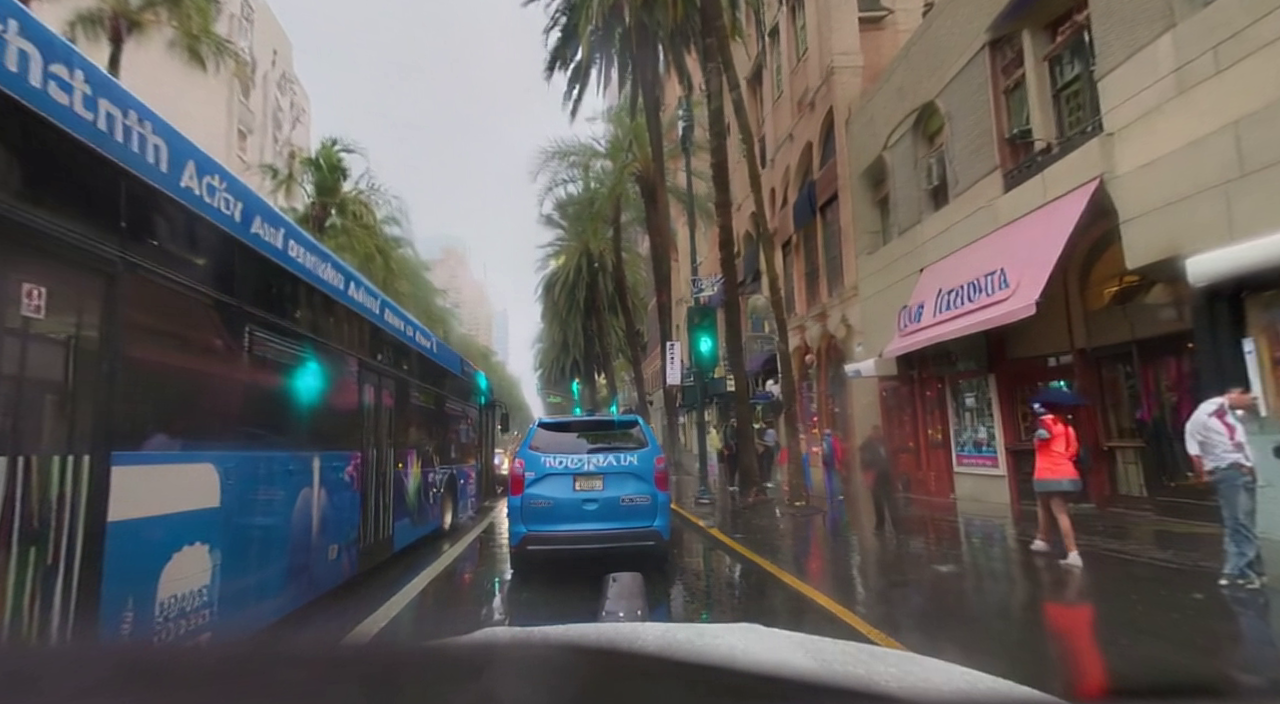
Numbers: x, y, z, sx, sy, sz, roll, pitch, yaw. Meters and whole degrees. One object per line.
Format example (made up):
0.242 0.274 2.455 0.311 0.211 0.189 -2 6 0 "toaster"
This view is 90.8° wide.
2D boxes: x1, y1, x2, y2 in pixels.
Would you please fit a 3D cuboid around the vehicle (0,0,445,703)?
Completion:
-3.742 0.091 2.823 2.863 3.233 11.573 0 -8 -4 "vehicle"

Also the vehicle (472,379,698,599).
-0.805 1.519 7.800 2.002 1.907 4.211 1 -9 -9 "vehicle"
